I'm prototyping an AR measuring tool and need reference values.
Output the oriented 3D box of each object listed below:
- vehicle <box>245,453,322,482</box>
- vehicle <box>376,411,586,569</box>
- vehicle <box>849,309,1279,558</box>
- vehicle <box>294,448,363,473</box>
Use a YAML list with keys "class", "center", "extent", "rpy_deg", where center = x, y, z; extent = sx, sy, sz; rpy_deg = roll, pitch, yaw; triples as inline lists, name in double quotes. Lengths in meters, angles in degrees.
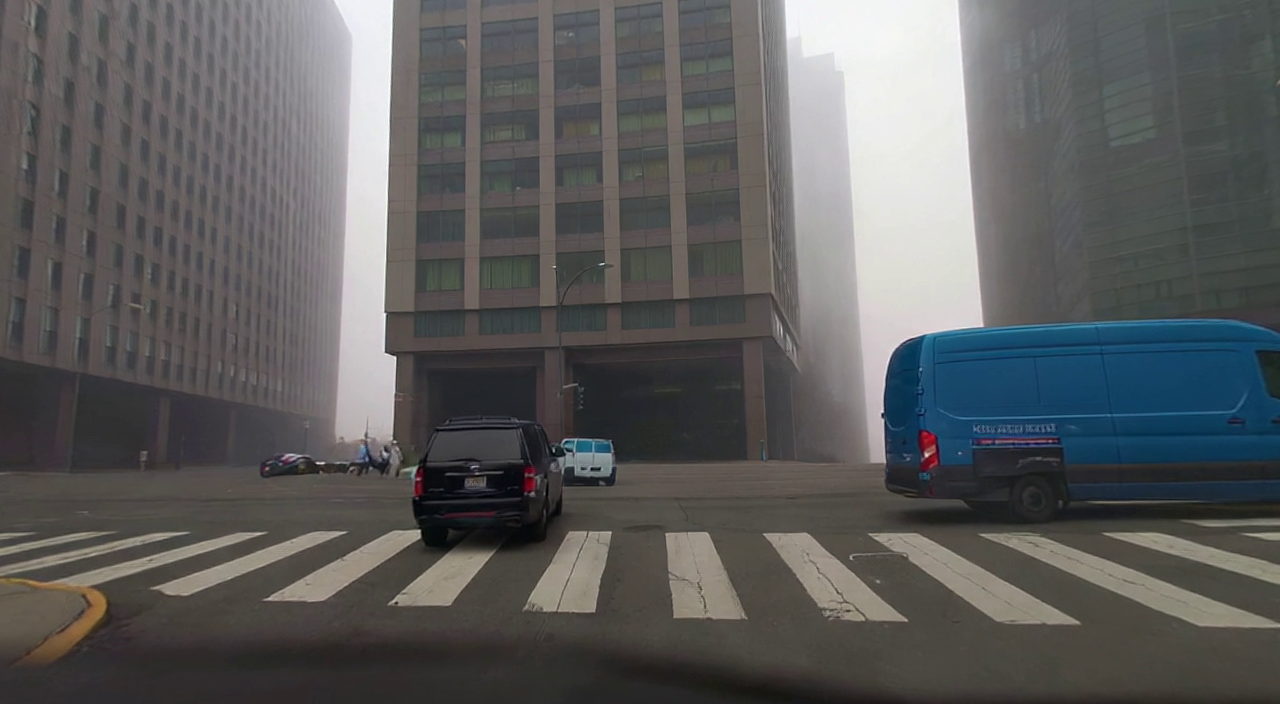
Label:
- class: "vehicle"
  center: [-19.446, 6.290, 34.513]
  extent: [3.467, 1.456, 1.649]
  rpy_deg: [4, -9, -24]
- class: "vehicle"
  center: [-1.941, 1.838, 9.144]
  extent: [2.144, 1.733, 4.115]
  rpy_deg: [0, -8, -3]
- class: "vehicle"
  center: [6.663, 1.053, 8.235]
  extent: [6.932, 2.753, 2.446]
  rpy_deg: [0, -8, 1]
- class: "vehicle"
  center: [-19.878, 6.933, 40.315]
  extent: [3.692, 1.509, 1.803]
  rpy_deg: [3, -9, -20]
